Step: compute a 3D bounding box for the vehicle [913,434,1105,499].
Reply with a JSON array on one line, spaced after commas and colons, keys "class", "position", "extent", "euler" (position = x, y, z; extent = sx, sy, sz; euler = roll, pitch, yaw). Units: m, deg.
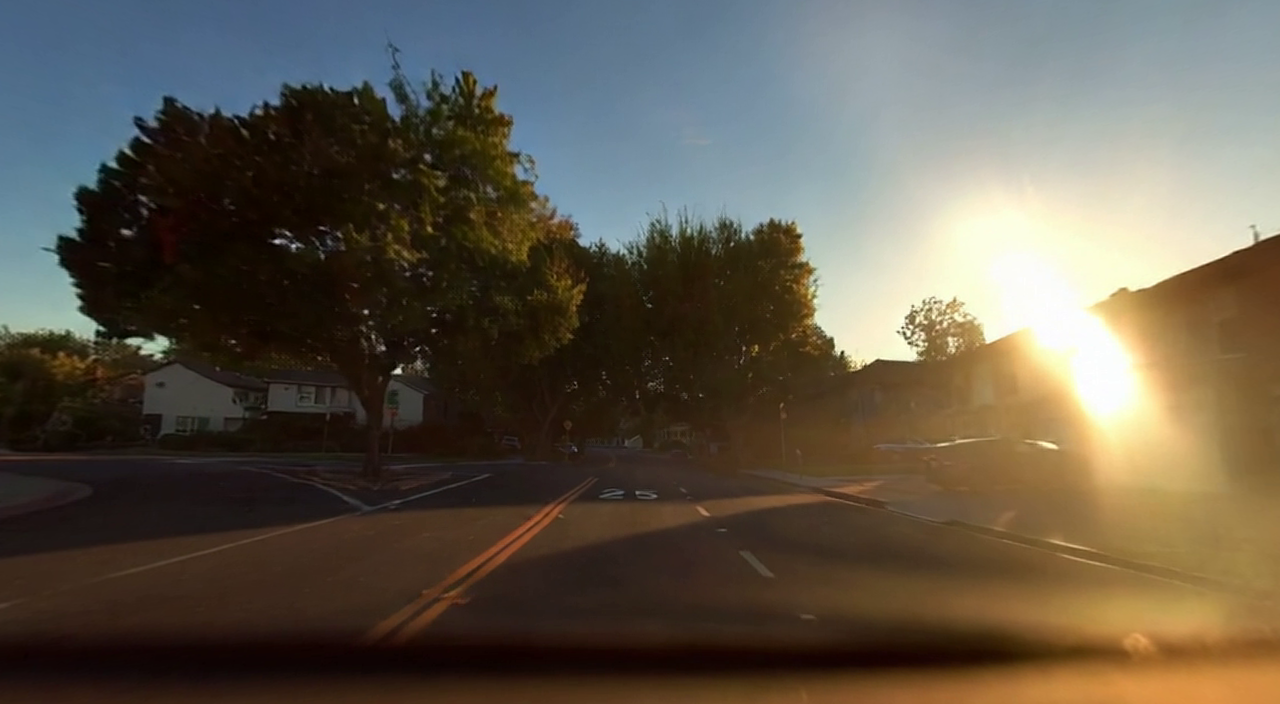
[{"class": "vehicle", "position": [10.849, 3.369, 18.854], "extent": [4.453, 1.590, 1.861], "euler": [-3, -6, 2]}]
